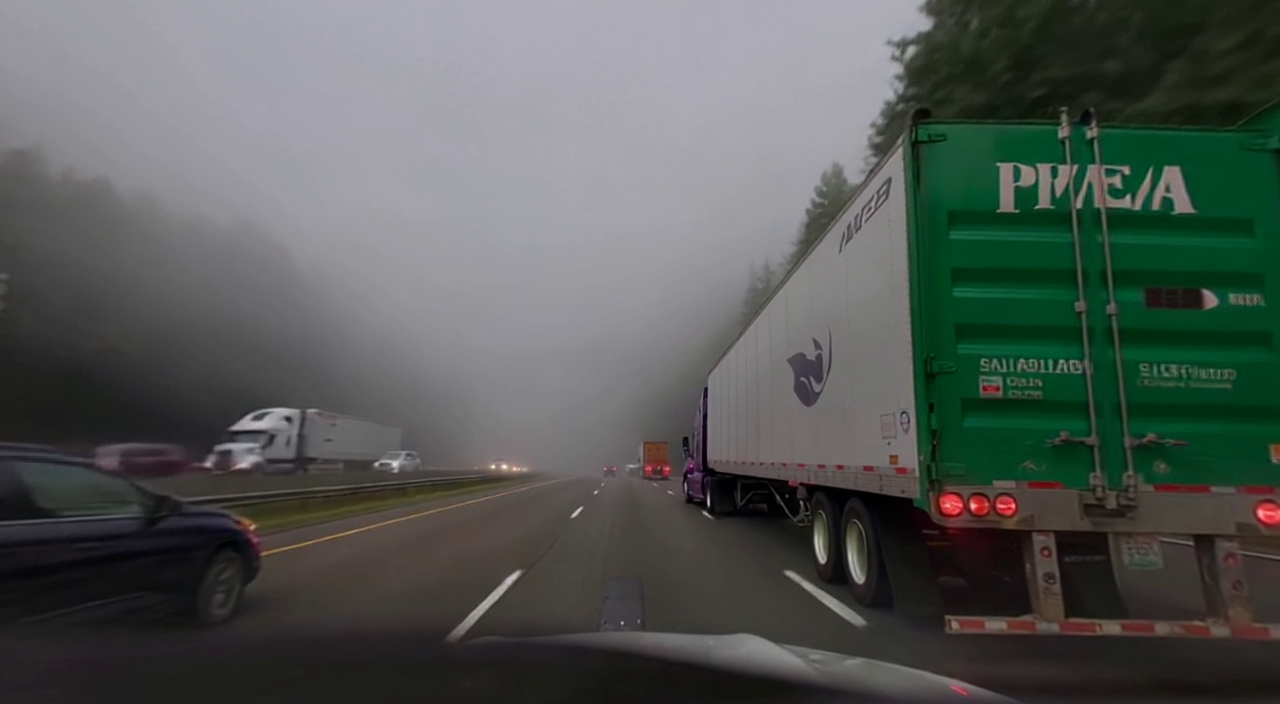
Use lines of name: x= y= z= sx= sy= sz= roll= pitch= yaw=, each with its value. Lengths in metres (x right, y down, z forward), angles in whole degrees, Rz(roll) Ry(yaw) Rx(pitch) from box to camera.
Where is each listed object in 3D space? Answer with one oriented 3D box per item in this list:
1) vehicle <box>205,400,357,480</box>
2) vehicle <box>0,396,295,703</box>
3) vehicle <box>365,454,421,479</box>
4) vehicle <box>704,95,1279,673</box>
vehicle: x=-20.323 y=5.341 z=36.801 sx=2.929 sy=3.960 sz=10.134 roll=1 pitch=-10 yaw=-1
vehicle: x=-3.967 y=0.983 z=2.854 sx=2.010 sy=1.580 sz=4.949 roll=1 pitch=-10 yaw=0
vehicle: x=-16.721 y=7.804 z=42.941 sx=2.006 sy=1.509 sz=4.779 roll=1 pitch=-10 yaw=-2
vehicle: x=3.423 y=1.338 z=11.300 sx=2.856 sy=4.040 sz=14.009 roll=1 pitch=-10 yaw=-1
